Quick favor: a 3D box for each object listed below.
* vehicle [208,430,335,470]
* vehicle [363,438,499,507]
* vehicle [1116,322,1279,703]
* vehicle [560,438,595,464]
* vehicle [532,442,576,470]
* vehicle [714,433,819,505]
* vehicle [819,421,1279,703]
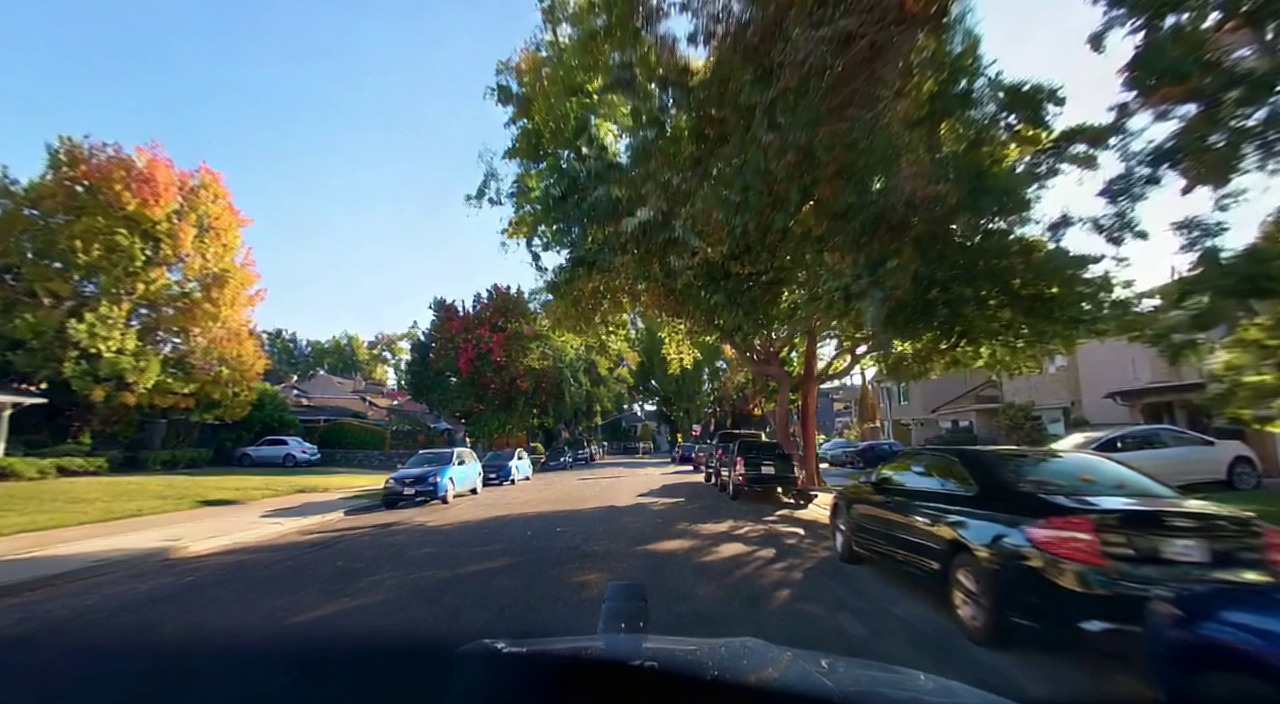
[{"bbox_3d":[-17.536,4.690,30.034,4.731,1.817,2.025,0,-8,0],"label":"vehicle"},{"bbox_3d":[-5.444,3.183,17.136,1.899,1.538,4.611,2,-8,3],"label":"vehicle"},{"bbox_3d":[3.065,0.530,0.309,2.005,1.745,4.624,0,-8,0],"label":"vehicle"},{"bbox_3d":[-4.818,7.721,49.099,2.162,1.857,4.758,2,-8,0],"label":"vehicle"},{"bbox_3d":[-5.267,6.423,39.048,1.872,1.515,4.535,1,-8,2],"label":"vehicle"},{"bbox_3d":[3.164,3.017,16.719,1.914,1.631,4.558,0,-8,1],"label":"vehicle"},{"bbox_3d":[3.167,1.445,5.556,1.877,1.496,4.428,0,-8,0],"label":"vehicle"}]
